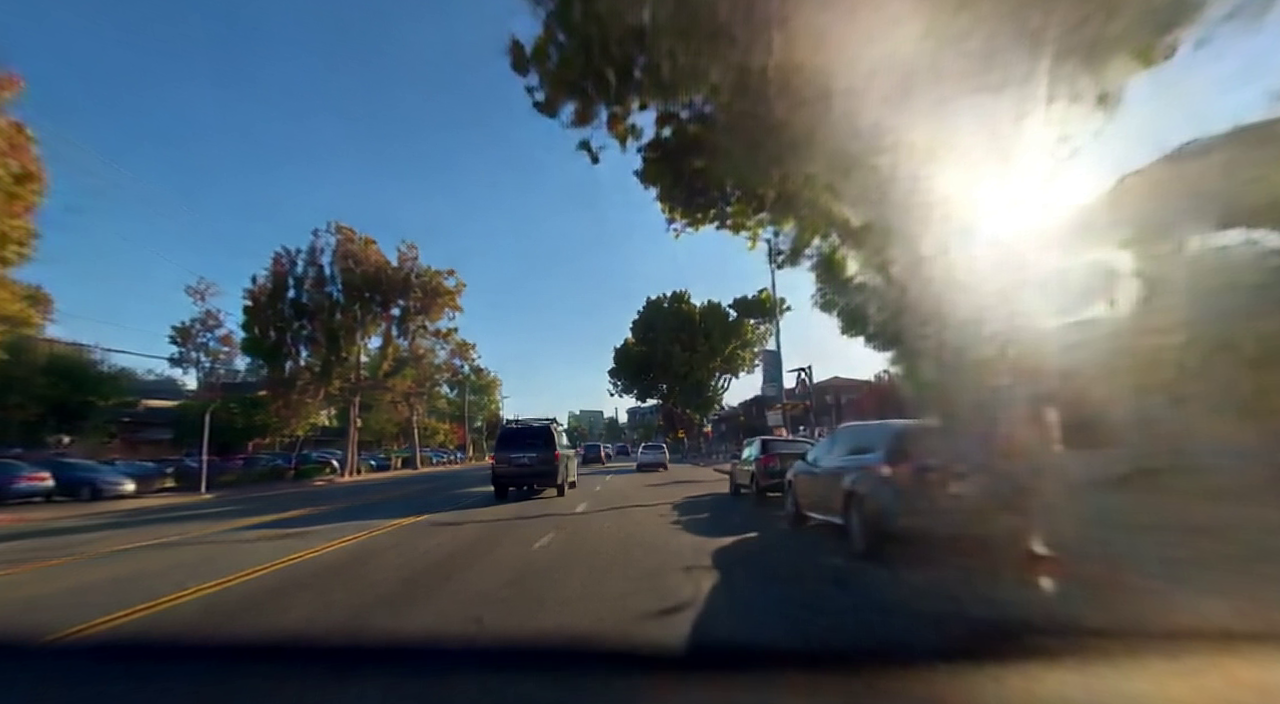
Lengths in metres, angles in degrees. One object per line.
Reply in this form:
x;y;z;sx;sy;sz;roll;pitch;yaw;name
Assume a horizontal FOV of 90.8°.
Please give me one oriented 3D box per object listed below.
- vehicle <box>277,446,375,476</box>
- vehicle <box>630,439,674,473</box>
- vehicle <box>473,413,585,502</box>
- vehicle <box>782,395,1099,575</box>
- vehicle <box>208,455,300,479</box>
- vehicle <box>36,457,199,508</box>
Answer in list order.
-24.020;8.333;48.522;6.055;2.148;2.690;0;-9;-1;vehicle
0.561;5.372;32.804;2.126;1.657;4.132;0;-9;0;vehicle
-2.894;2.923;17.847;2.213;2.123;5.124;0;-9;0;vehicle
3.688;1.743;9.061;2.090;1.861;4.805;0;-9;-1;vehicle
-26.433;7.900;43.368;4.926;1.571;1.941;0;-9;-1;vehicle
-19.692;4.888;24.193;1.911;1.638;5.028;0;-9;0;vehicle
